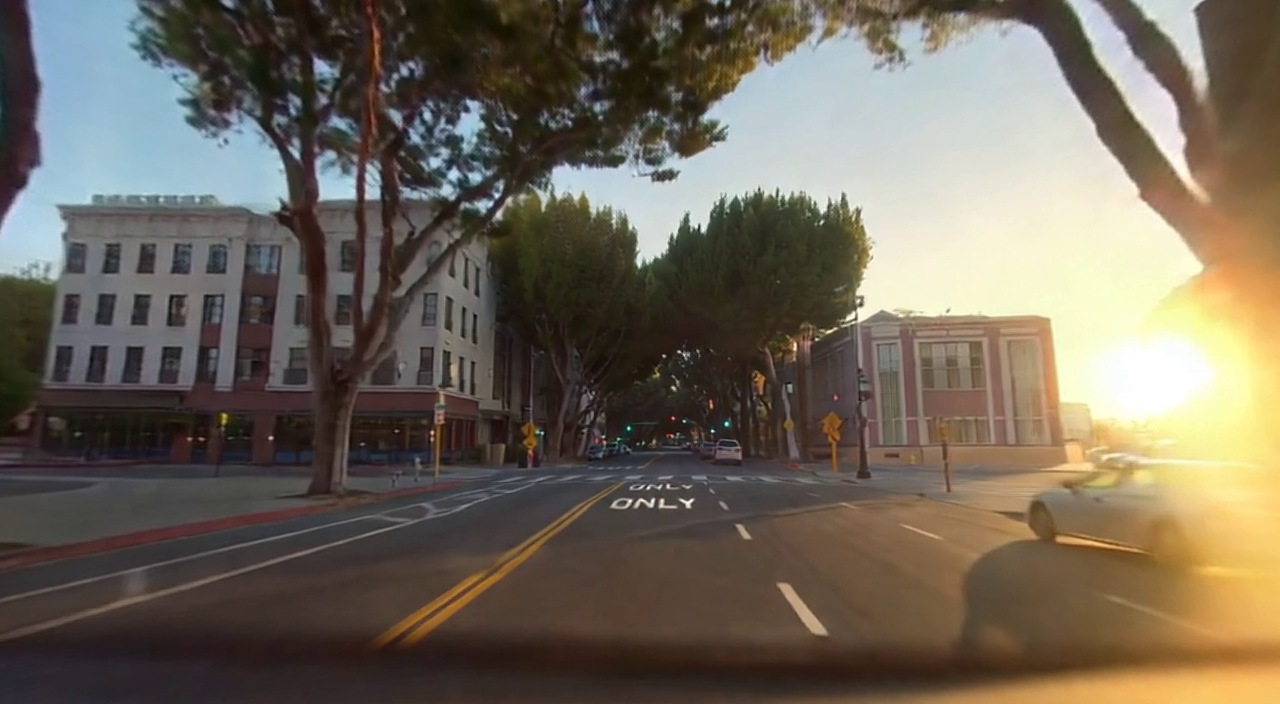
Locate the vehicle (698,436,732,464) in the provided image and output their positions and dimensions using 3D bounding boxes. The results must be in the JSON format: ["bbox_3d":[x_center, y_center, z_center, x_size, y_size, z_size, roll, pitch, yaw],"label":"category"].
[{"bbox_3d":[5.277,6.963,44.915,1.971,1.919,4.748,0,-8,2],"label":"vehicle"}]

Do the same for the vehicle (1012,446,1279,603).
[{"bbox_3d":[6.912,1.971,8.157,1.759,1.488,4.124,0,-8,2],"label":"vehicle"}]
